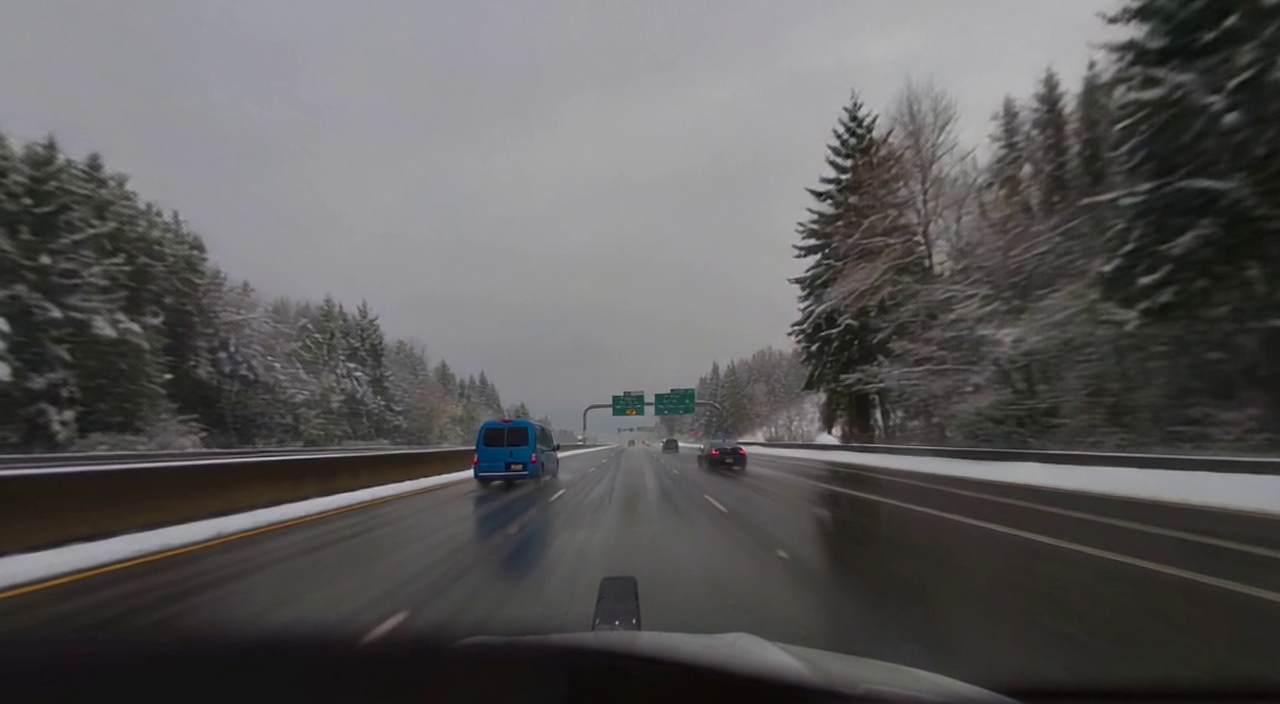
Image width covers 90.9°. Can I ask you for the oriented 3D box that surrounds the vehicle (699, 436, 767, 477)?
[{"bbox_3d":[3.542,4.062,24.796,2.020,1.464,3.803,0,-8,-1],"label":"vehicle"}]

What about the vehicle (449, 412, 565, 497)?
[{"bbox_3d":[-3.550,2.851,17.948,2.275,2.053,5.082,0,-8,-1],"label":"vehicle"}]
